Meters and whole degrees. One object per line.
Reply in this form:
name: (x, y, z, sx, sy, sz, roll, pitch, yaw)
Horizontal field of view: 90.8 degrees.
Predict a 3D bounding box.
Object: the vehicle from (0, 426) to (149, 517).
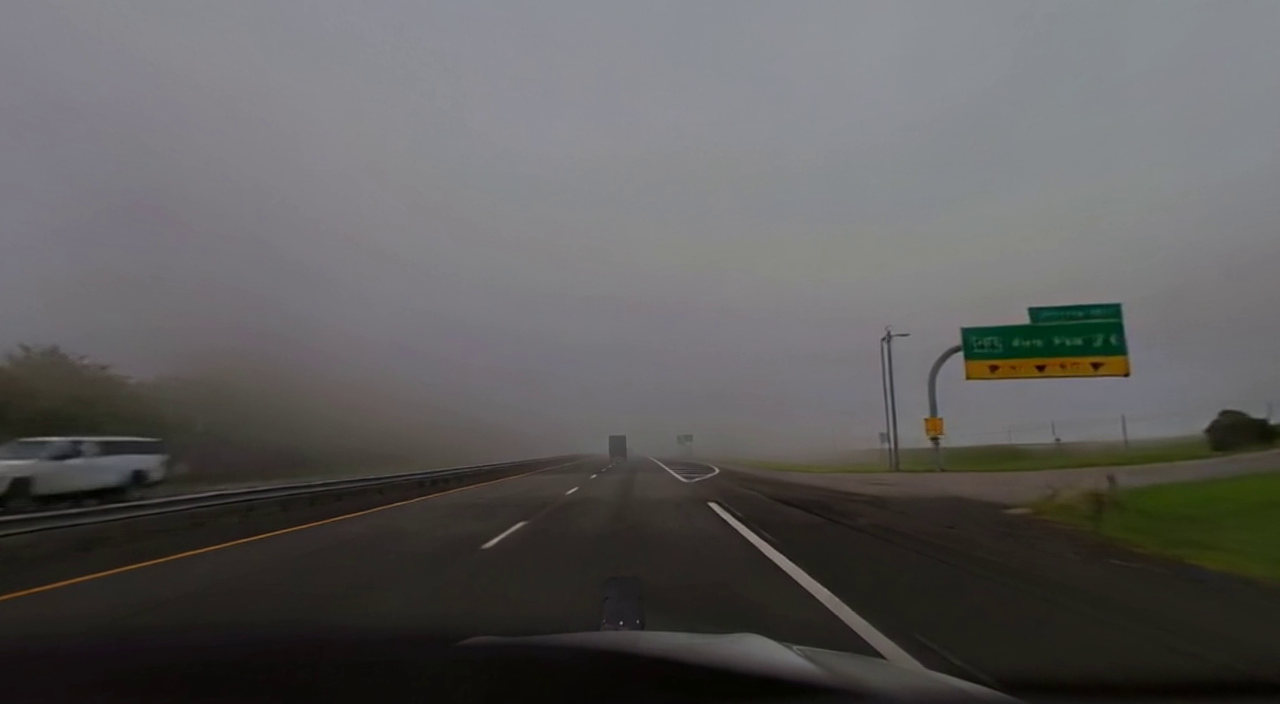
vehicle: (-12.197, 2.327, 12.569, 1.975, 1.575, 3.441, 0, -9, 0)
